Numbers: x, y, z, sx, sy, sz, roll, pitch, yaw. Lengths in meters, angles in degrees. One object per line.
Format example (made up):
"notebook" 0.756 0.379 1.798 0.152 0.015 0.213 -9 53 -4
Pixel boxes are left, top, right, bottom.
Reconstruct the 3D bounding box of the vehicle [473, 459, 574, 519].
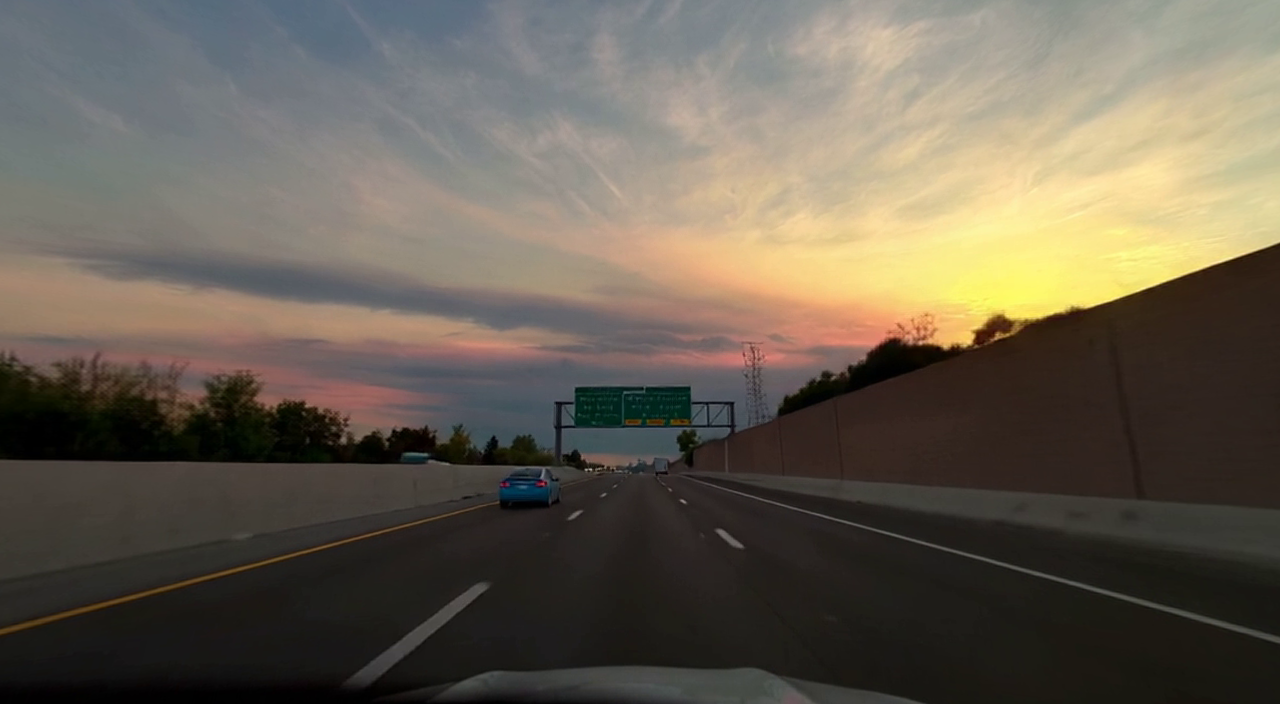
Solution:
"vehicle" -3.231 3.939 18.453 2.045 1.487 4.582 1 -10 0

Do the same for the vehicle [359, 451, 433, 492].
"vehicle" -15.760 7.810 41.160 2.499 2.435 5.574 1 -10 0

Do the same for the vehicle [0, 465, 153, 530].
"vehicle" -14.314 3.370 14.948 1.848 1.321 4.499 1 -10 1
